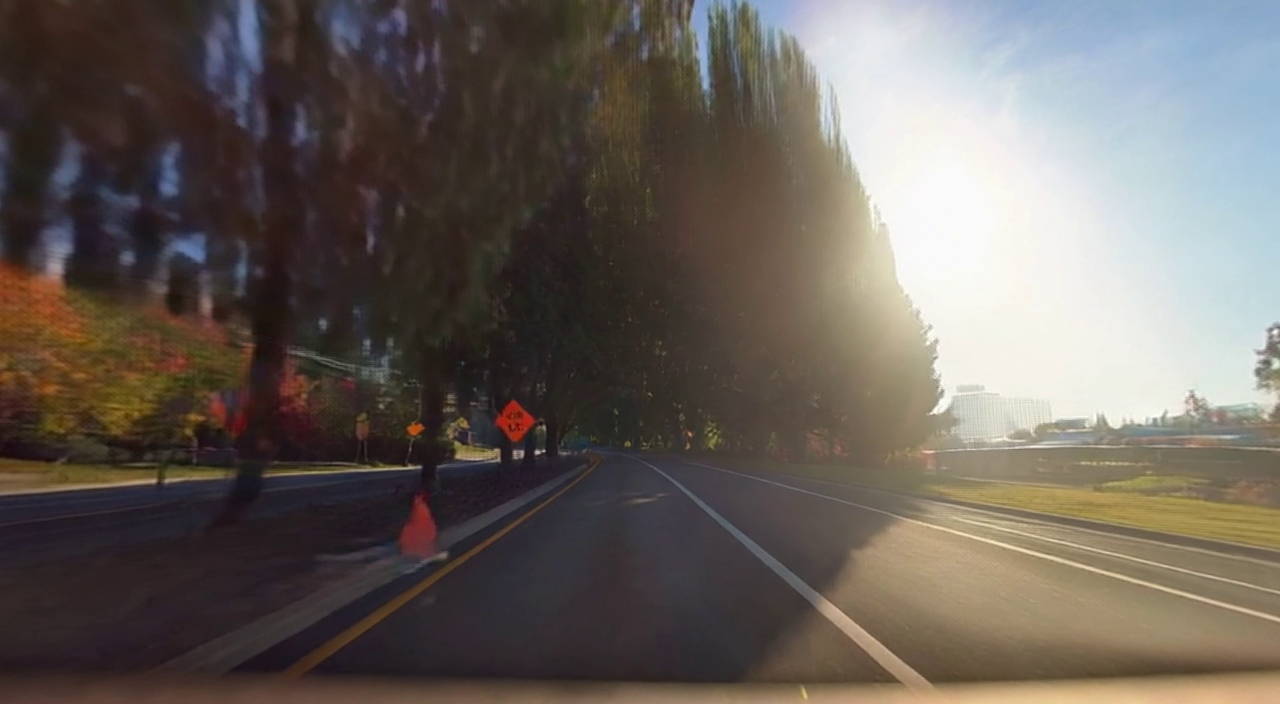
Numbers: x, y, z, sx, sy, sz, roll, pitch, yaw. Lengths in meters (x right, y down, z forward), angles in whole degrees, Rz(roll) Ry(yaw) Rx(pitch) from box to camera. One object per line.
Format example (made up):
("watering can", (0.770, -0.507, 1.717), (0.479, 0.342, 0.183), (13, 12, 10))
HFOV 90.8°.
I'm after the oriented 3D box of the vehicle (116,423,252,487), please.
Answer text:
("vehicle", (-15.724, 3.561, 22.032), (2.340, 2.062, 3.192), (0, -8, -3))
